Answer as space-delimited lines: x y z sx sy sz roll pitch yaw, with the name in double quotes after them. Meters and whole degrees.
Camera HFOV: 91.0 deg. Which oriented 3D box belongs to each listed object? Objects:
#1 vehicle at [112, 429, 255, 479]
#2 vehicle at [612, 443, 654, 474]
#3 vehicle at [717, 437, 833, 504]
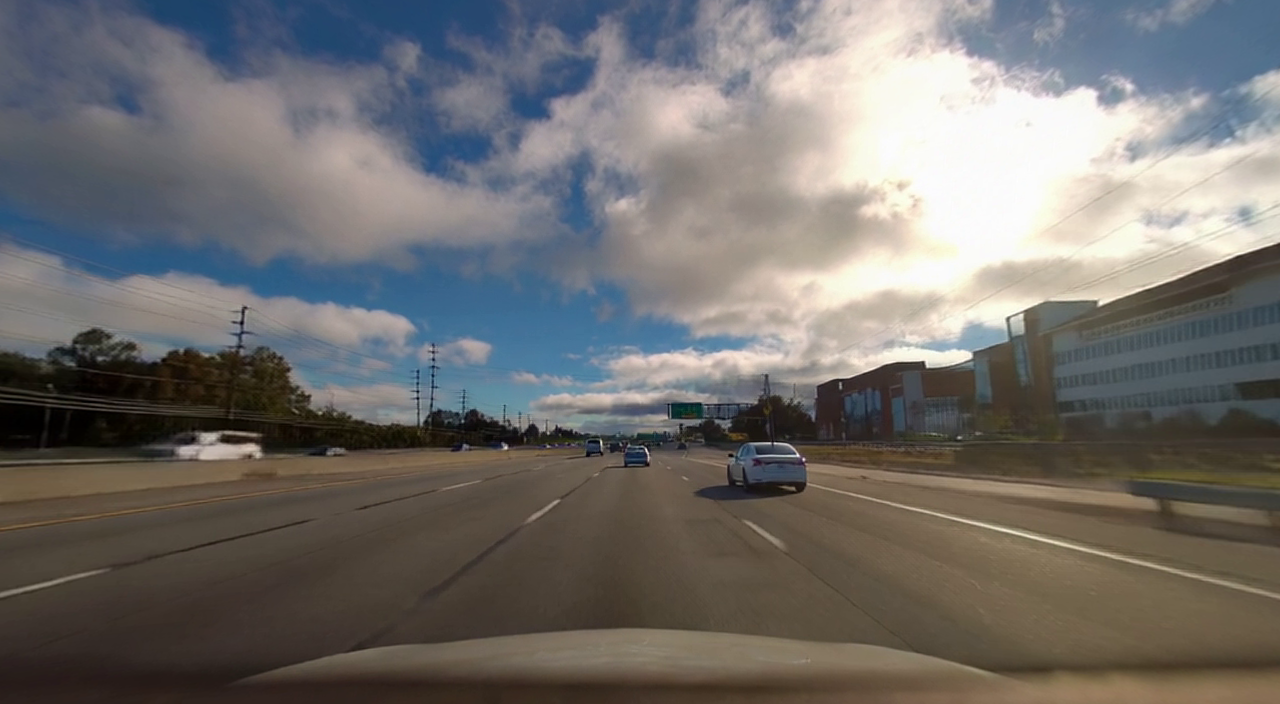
-20.168 4.517 28.208 2.307 2.016 5.388 0 -8 0 "vehicle"
-0.370 5.432 32.475 2.019 1.472 3.971 0 -8 -1 "vehicle"
3.404 3.073 16.872 1.995 1.533 4.463 0 -8 -2 "vehicle"
